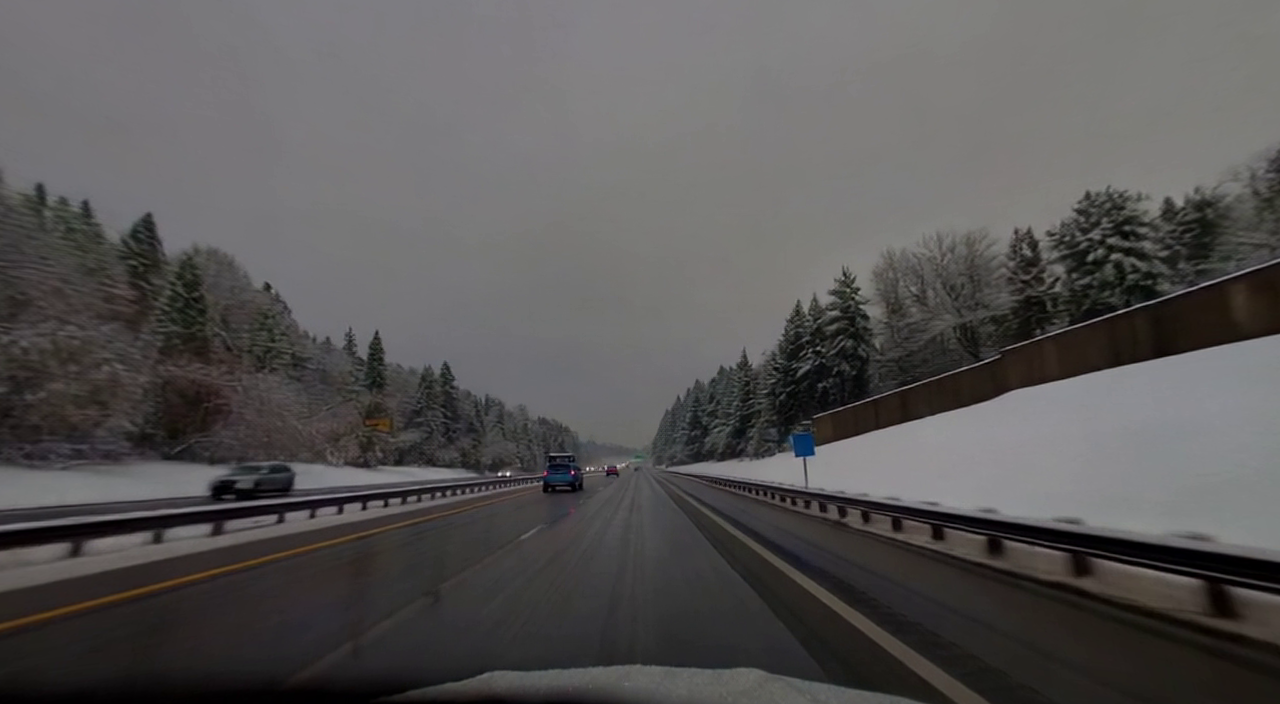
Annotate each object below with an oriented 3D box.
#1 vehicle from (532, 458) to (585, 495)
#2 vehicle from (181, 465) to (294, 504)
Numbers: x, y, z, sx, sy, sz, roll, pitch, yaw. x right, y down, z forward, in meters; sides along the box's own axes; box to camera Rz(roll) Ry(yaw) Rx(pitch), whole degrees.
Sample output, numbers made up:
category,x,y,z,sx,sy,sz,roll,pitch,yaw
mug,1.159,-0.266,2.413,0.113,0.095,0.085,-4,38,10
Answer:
category,x,y,z,sx,sy,sz,roll,pitch,yaw
vehicle,-3.980,6.184,31.481,2.022,1.650,4.331,0,-11,1
vehicle,-16.900,5.577,26.776,1.867,1.445,4.398,1,-11,0
